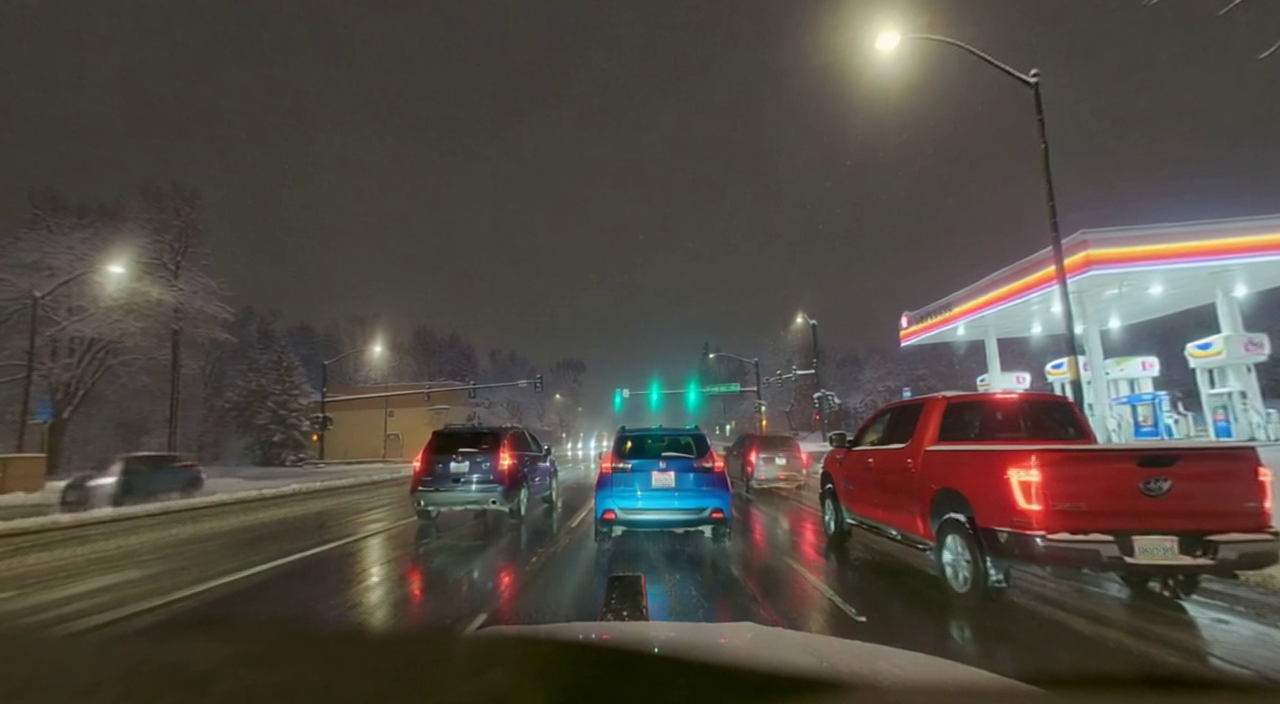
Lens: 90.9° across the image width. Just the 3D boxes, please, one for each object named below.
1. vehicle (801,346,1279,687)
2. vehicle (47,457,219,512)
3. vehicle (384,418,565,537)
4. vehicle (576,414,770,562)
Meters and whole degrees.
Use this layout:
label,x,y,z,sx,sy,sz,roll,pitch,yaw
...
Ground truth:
label,x,y,z,sx,sy,sz,roll,pitch,yaw
vehicle,3.411,1.285,6.197,2.161,1.868,5.321,0,-8,-1
vehicle,-15.879,4.126,20.120,1.808,1.457,4.381,0,-8,1
vehicle,-2.705,2.166,11.504,2.019,1.731,4.299,0,-8,1
vehicle,0.363,1.841,9.231,2.181,1.650,4.083,0,-8,0
